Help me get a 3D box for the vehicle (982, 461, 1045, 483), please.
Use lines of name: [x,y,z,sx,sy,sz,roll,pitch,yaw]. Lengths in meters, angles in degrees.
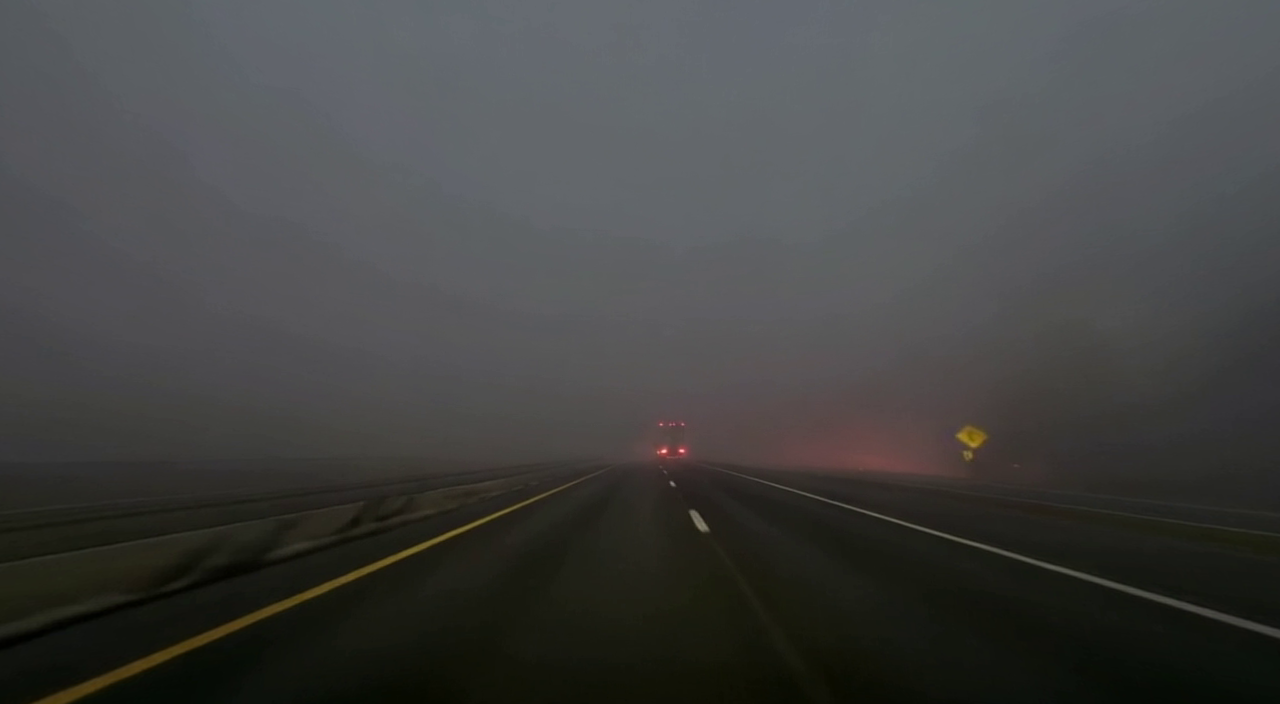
vehicle: [27.705,8.877,46.859,1.836,1.499,3.936,2,-9,-11]
